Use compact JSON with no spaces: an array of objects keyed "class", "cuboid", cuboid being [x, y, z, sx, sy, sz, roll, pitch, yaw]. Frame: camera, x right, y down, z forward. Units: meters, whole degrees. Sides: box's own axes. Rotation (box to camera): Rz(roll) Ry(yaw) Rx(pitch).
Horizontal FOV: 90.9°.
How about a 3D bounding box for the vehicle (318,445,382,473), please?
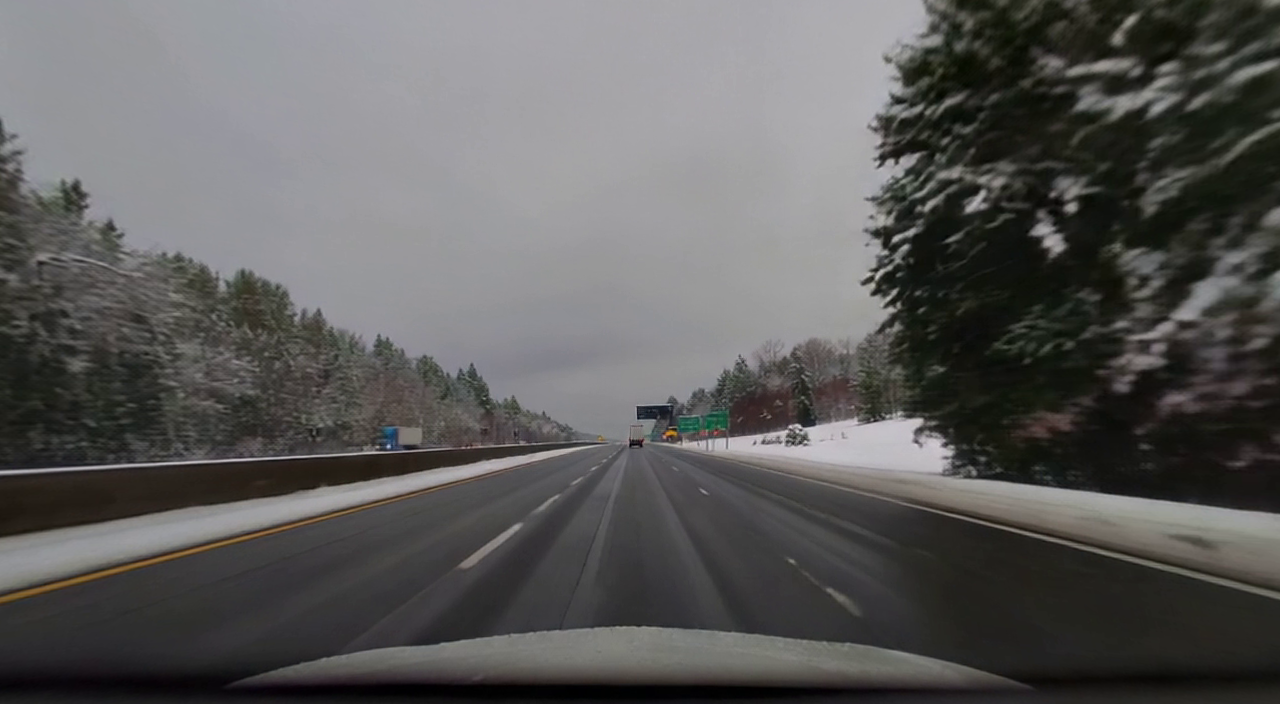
[{"class":"vehicle","cuboid":[-16.609,6.099,36.336,1.745,1.427,4.337,0,-8,-1]}]
